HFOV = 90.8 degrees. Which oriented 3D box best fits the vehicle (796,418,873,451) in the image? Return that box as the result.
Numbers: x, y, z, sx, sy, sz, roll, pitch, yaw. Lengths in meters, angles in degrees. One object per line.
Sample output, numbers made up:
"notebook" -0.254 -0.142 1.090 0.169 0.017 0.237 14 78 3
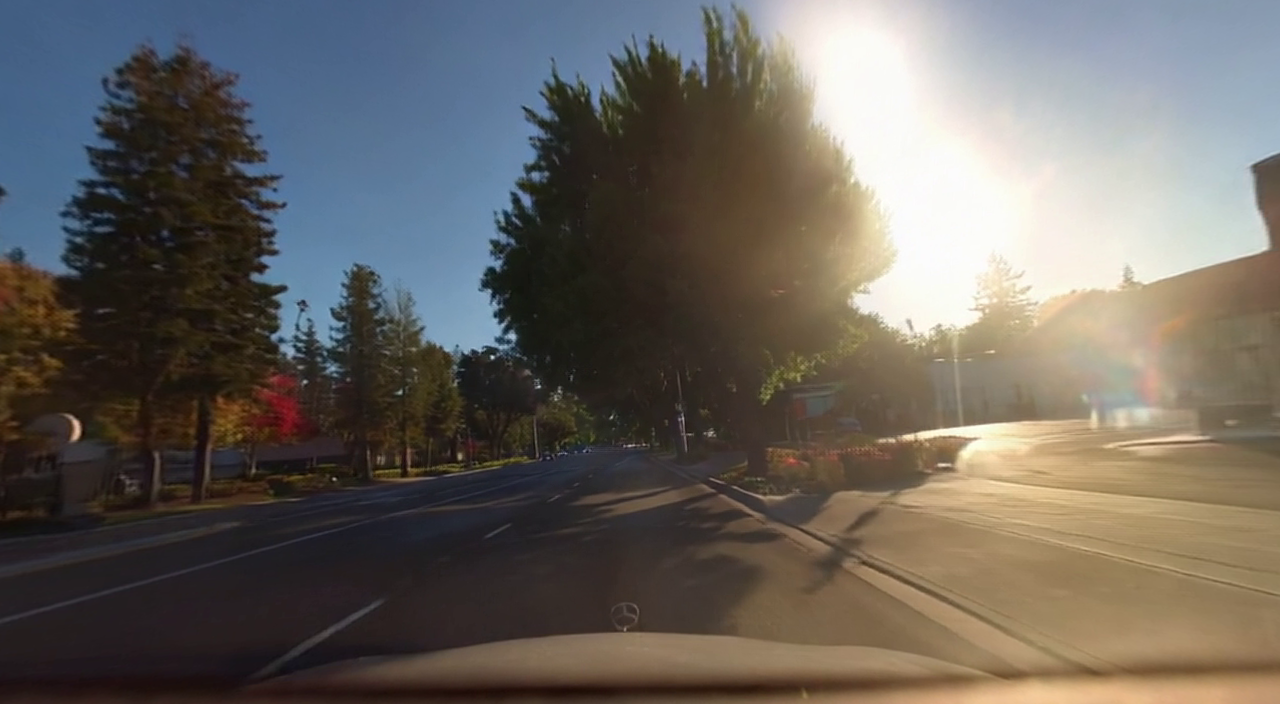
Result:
"vehicle" 12.620 5.437 41.425 1.939 1.753 4.974 3 -13 -23
